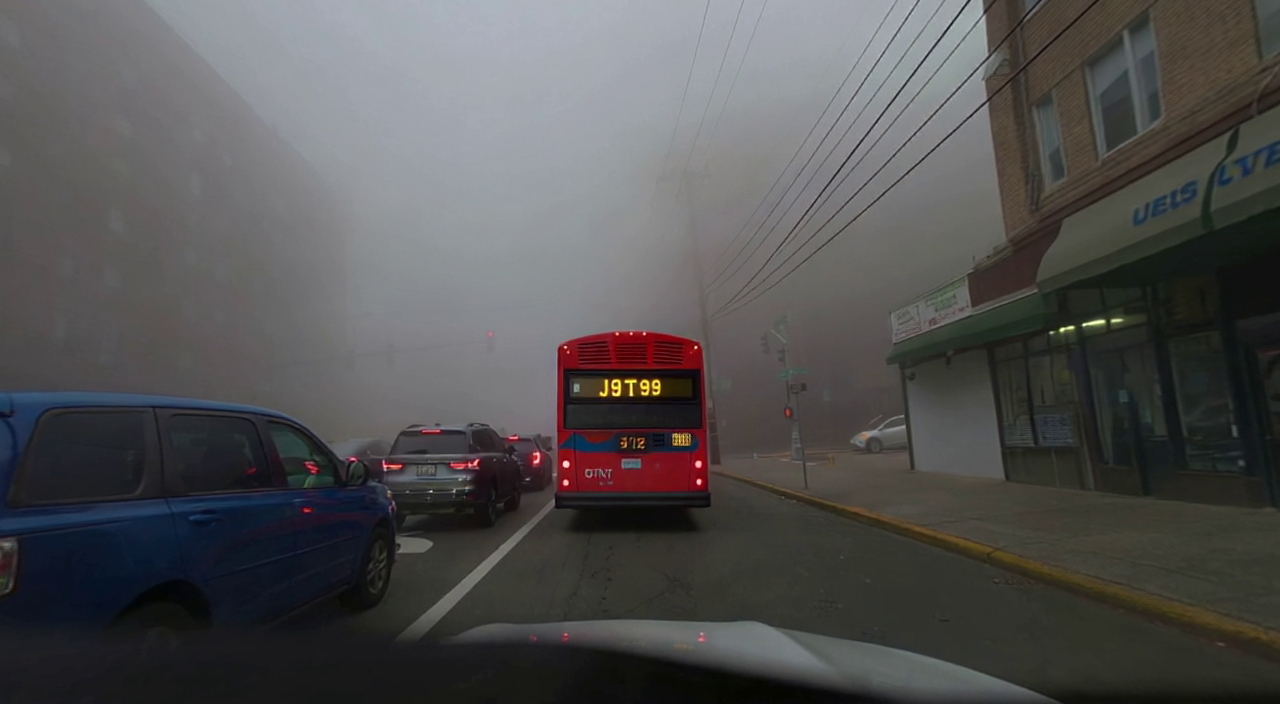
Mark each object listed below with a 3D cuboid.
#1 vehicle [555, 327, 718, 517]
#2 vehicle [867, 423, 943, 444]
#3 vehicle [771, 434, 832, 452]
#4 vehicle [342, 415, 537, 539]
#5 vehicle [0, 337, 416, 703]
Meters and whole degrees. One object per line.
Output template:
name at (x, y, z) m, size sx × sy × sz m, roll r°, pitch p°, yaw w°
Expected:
vehicle at (-0.316, 1.991, 16.571) m, size 2.938 × 3.468 × 9.972 m, roll 0°, pitch -9°, yaw -3°
vehicle at (19.784, 6.113, 47.215) m, size 4.827 × 1.555 × 1.863 m, roll 1°, pitch -9°, yaw -6°
vehicle at (11.899, 6.738, 46.666) m, size 3.949 × 1.337 × 1.738 m, roll 0°, pitch -9°, yaw -2°
vehicle at (-3.355, 2.204, 11.770) m, size 2.096 × 1.828 × 4.669 m, roll 0°, pitch -8°, yaw 0°
vehicle at (-3.225, 1.090, 3.968) m, size 2.020 × 1.725 × 4.384 m, roll 0°, pitch -8°, yaw 0°
